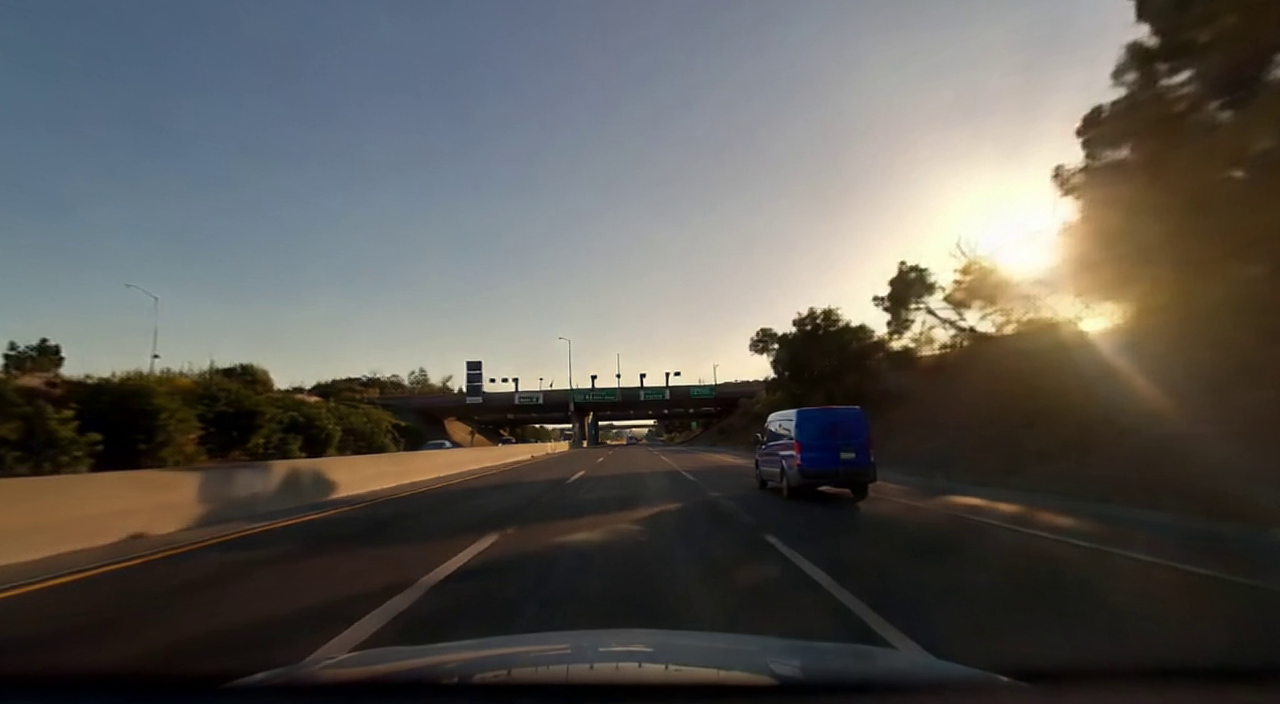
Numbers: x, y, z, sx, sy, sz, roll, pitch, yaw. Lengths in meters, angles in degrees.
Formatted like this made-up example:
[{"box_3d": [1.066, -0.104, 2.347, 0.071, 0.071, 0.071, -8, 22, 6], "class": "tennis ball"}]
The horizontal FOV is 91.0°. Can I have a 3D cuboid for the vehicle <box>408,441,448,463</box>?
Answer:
[{"box_3d": [-15.588, 7.371, 46.450, 1.798, 1.531, 3.578, 0, -8, -1], "class": "vehicle"}]

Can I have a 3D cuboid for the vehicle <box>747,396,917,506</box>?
[{"box_3d": [3.939, 2.138, 13.955, 2.161, 2.002, 4.631, 0, -8, -2], "class": "vehicle"}]
